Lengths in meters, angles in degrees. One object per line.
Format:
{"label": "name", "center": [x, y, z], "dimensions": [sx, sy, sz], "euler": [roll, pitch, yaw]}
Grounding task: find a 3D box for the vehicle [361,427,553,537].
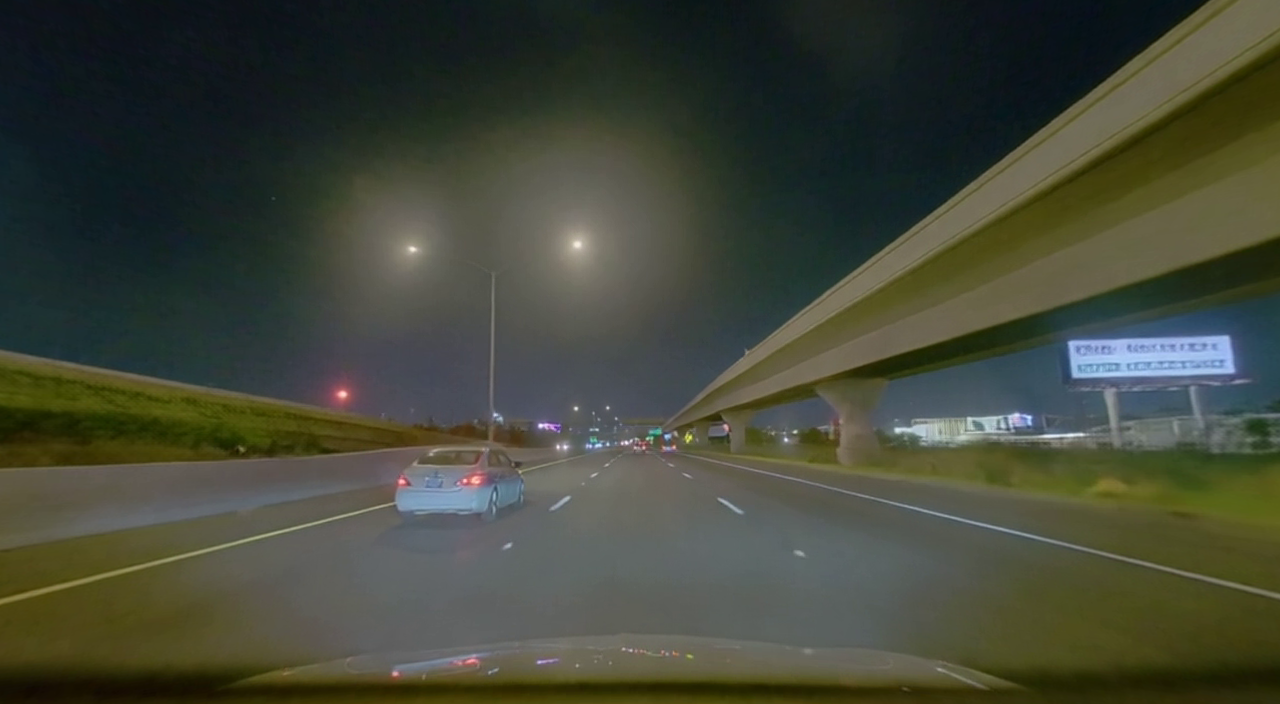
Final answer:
{"label": "vehicle", "center": [-2.939, 2.204, 11.382], "dimensions": [2.029, 1.557, 4.570], "euler": [0, -8, 1]}
